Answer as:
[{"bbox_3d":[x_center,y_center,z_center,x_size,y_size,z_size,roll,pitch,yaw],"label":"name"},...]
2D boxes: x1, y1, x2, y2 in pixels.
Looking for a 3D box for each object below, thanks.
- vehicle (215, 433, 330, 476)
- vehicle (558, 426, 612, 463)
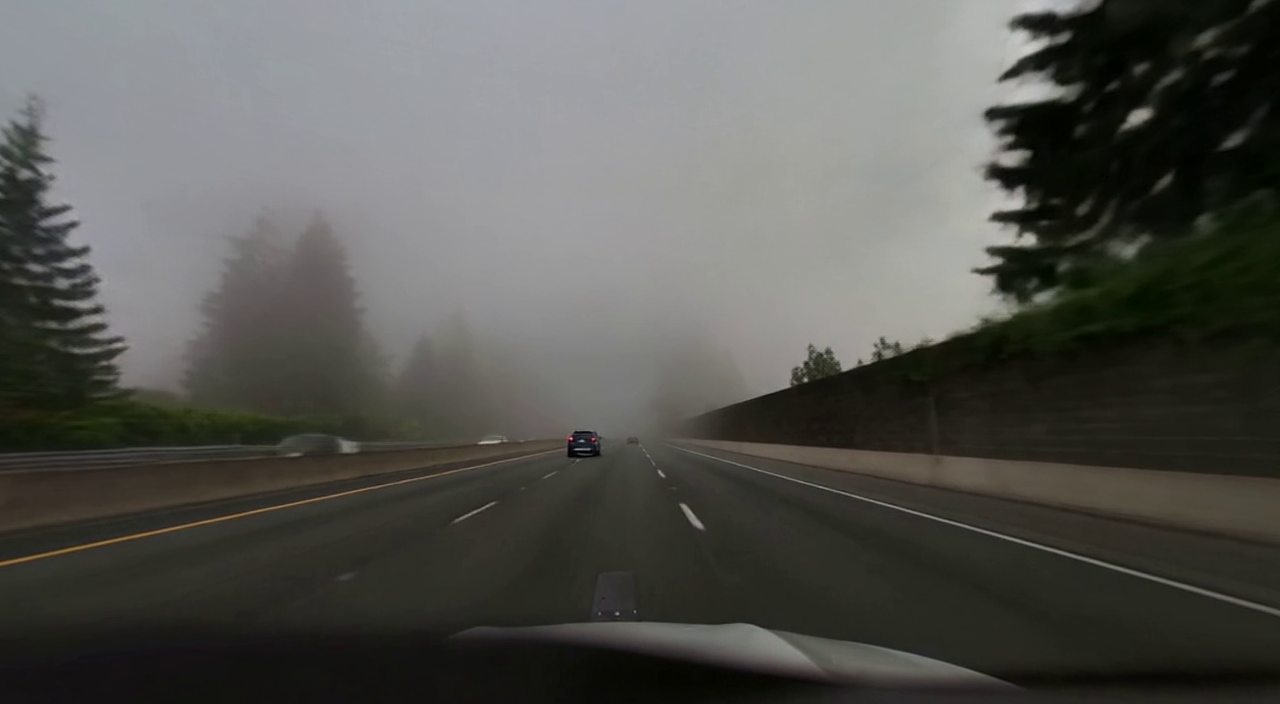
[{"bbox_3d":[-13.757,3.820,23.932,1.917,1.466,4.269,0,-8,-2],"label":"vehicle"},{"bbox_3d":[-2.772,4.763,32.672,2.306,1.730,4.606,0,-8,1],"label":"vehicle"}]
